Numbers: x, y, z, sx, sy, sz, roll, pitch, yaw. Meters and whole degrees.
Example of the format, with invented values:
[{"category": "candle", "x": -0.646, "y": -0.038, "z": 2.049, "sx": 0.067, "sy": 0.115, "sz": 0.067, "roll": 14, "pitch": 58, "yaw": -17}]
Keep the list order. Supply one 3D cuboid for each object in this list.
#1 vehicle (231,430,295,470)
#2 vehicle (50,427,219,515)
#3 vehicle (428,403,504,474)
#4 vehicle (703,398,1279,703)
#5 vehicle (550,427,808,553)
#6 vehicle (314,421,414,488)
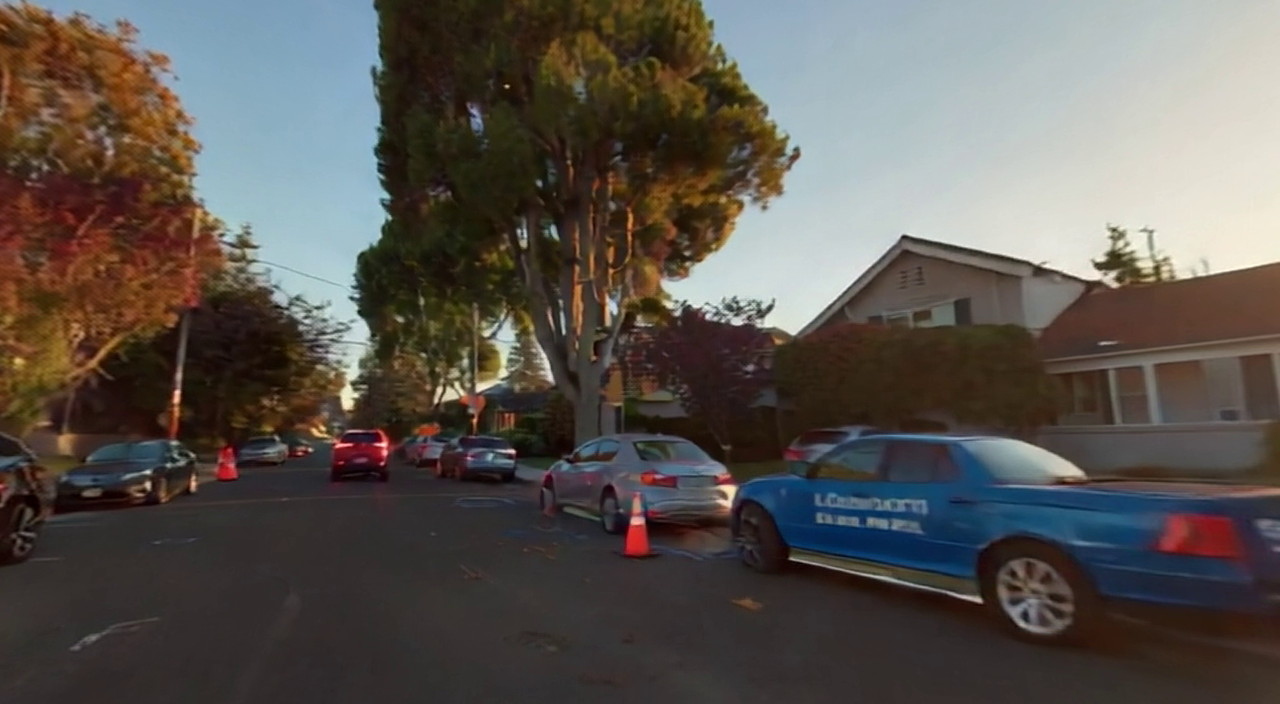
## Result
[{"category": "vehicle", "x": -19.065, "y": 4.916, "z": 32.166, "sx": 2.241, "sy": 1.822, "sz": 4.728, "roll": 2, "pitch": -8, "yaw": -25}, {"category": "vehicle", "x": -11.381, "y": 2.600, "z": 14.637, "sx": 1.877, "sy": 1.608, "sz": 4.529, "roll": 4, "pitch": -7, "yaw": -24}, {"category": "vehicle", "x": -8.204, "y": 4.013, "z": 29.374, "sx": 2.268, "sy": 2.900, "sz": 5.980, "roll": 4, "pitch": -9, "yaw": -25}, {"category": "vehicle", "x": 2.745, "y": 1.293, "z": 5.058, "sx": 2.400, "sy": 1.515, "sz": 4.710, "roll": 4, "pitch": -9, "yaw": -25}, {"category": "vehicle", "x": 0.261, "y": 1.990, "z": 10.355, "sx": 1.996, "sy": 1.497, "sz": 5.022, "roll": 3, "pitch": -8, "yaw": -25}, {"category": "vehicle", "x": -8.260, "y": 3.006, "z": 18.876, "sx": 2.350, "sy": 1.748, "sz": 4.094, "roll": 4, "pitch": -9, "yaw": -25}]
